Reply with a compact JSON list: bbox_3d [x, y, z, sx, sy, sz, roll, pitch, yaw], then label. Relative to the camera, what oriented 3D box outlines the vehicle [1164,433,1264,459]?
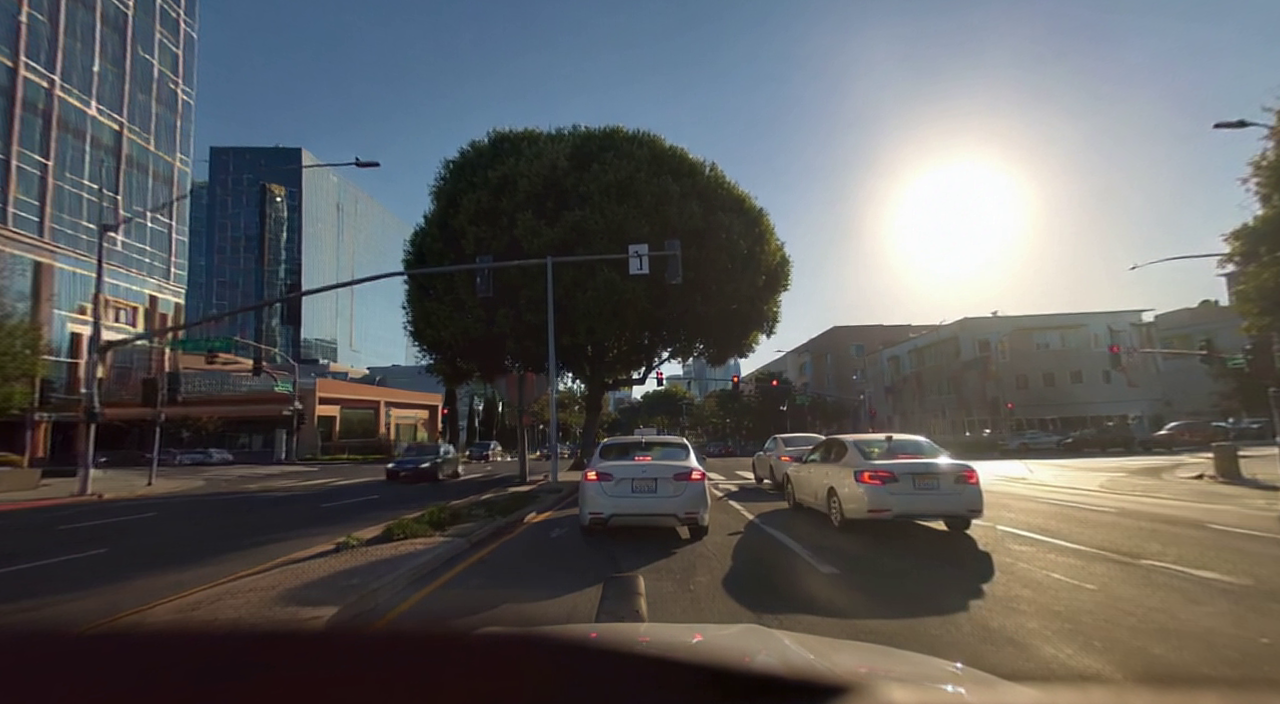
[{"bbox_3d":[35.121,5.781,38.754,4.190,1.535,1.998,0,-9,-1],"label":"vehicle"}]

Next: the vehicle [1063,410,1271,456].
[{"bbox_3d":[38.295,5.966,46.203,12.695,3.252,3.036,0,-9,-3],"label":"vehicle"}]

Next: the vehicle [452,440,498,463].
[{"bbox_3d":[-12.590,7.652,48.522,2.166,1.659,4.654,0,-9,1],"label":"vehicle"}]

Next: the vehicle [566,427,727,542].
[{"bbox_3d":[0.058,2.030,10.274,2.087,1.468,4.014,0,-9,-1],"label":"vehicle"}]

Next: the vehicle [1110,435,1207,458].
[{"bbox_3d":[34.534,6.327,42.139,4.616,1.476,2.165,0,-9,-3],"label":"vehicle"}]

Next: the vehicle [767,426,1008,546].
[{"bbox_3d":[3.579,2.036,10.279,2.018,1.491,4.544,0,-9,-1],"label":"vehicle"}]

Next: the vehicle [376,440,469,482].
[{"bbox_3d":[-8.486,4.285,25.120,2.004,1.476,4.671,0,-9,1],"label":"vehicle"}]

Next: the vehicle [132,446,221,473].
[{"bbox_3d":[-26.751,6.205,36.538,3.657,1.528,1.783,1,-9,-4],"label":"vehicle"}]
